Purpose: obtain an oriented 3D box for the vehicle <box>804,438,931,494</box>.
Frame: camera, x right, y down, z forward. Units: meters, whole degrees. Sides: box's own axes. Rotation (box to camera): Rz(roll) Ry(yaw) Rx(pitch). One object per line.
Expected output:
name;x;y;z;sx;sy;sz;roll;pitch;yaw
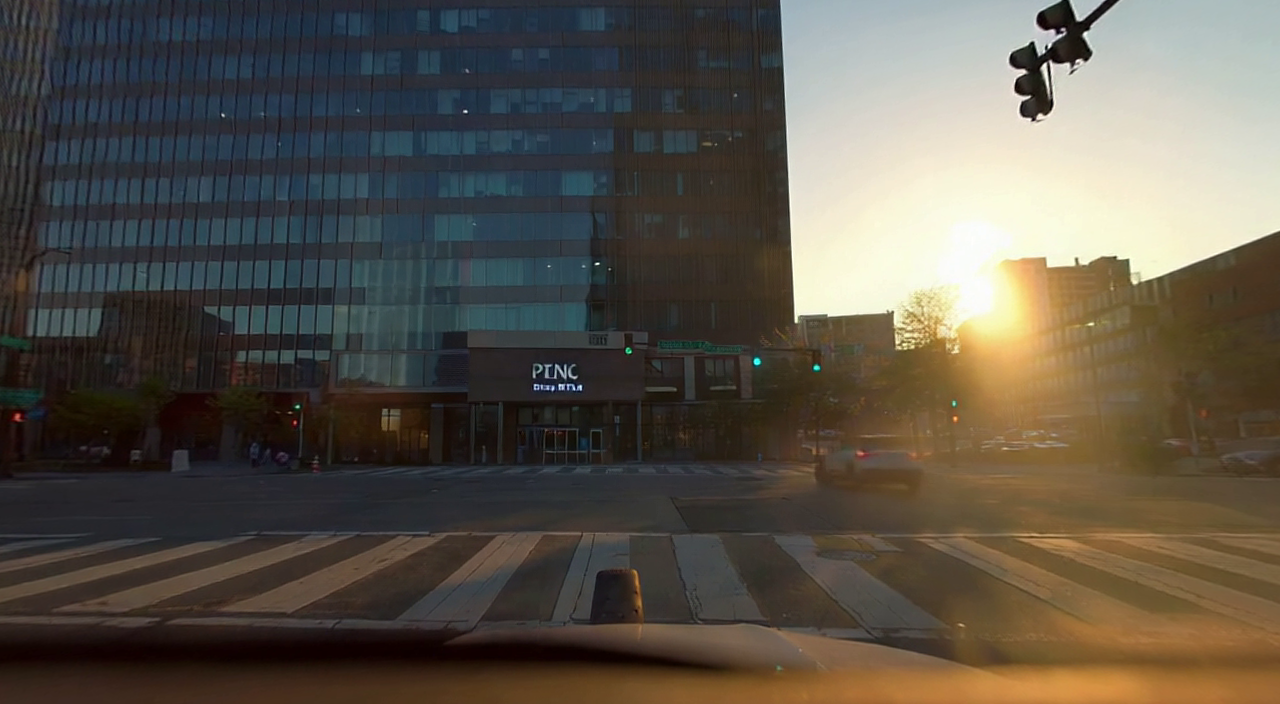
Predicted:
vehicle;6.578;3.339;18.906;1.988;1.466;4.529;0;-8;-2
